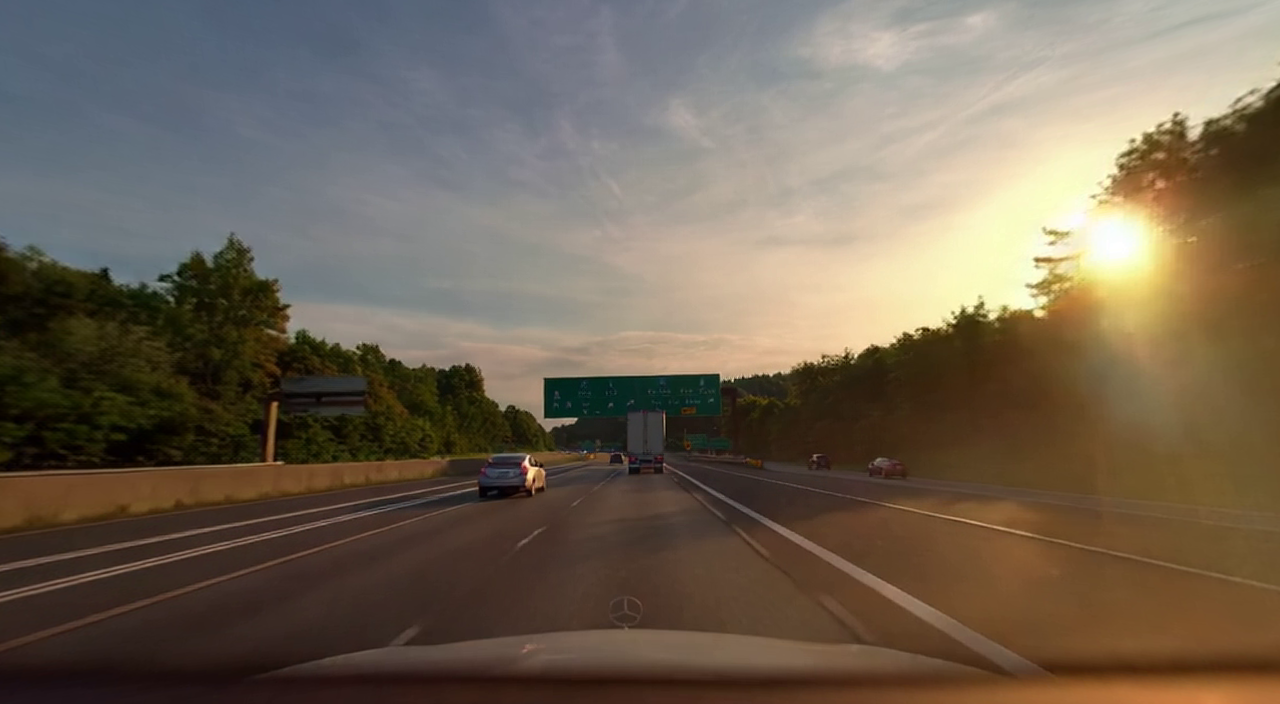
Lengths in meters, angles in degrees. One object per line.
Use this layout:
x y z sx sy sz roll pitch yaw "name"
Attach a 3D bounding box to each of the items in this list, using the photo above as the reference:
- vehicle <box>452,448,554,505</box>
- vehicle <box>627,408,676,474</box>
-3.839 3.561 18.552 1.931 1.466 4.458 0 -9 1 "vehicle"
0.748 6.361 44.612 3.022 4.072 10.318 0 -9 0 "vehicle"
